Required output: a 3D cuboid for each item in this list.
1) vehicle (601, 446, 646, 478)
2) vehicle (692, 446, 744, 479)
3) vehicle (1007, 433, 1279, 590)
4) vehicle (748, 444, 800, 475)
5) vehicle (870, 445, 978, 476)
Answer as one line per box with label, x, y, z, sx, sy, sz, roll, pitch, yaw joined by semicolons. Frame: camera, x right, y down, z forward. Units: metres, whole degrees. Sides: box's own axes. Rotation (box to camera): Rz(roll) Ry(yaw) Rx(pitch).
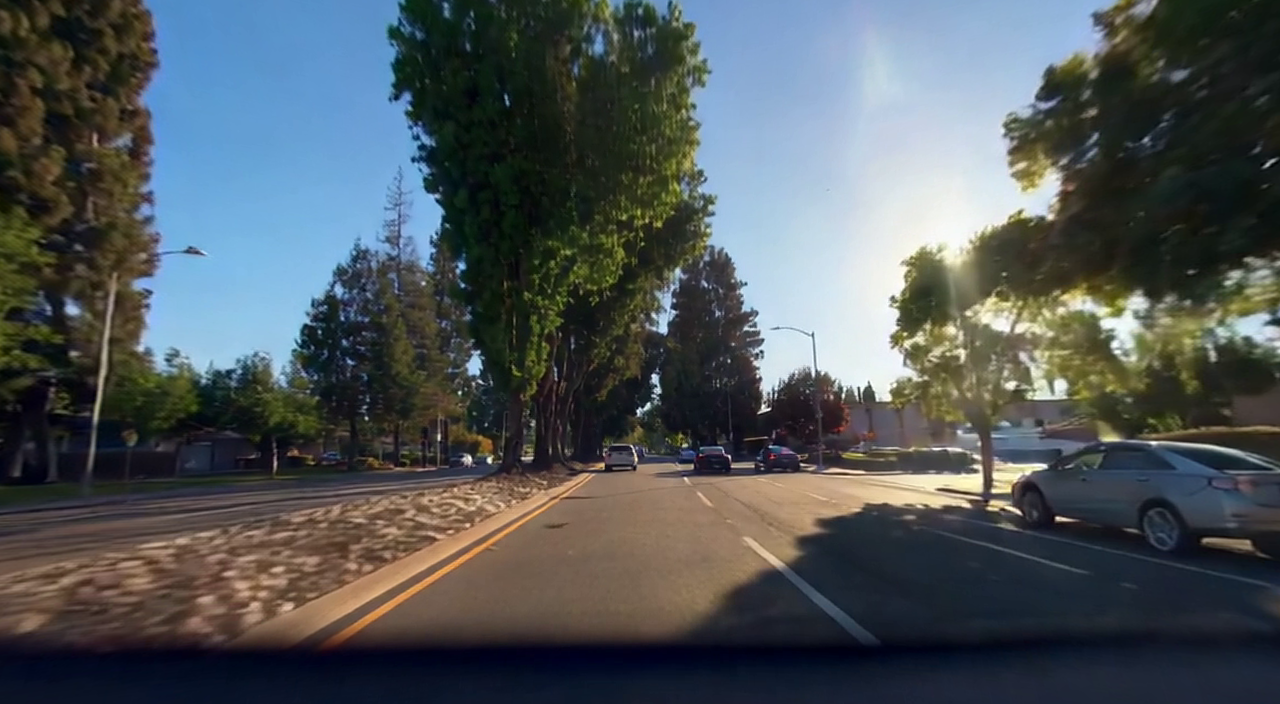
vehicle;-0.777;5.371;31.216;2.077;1.477;3.897;0;-8;0
vehicle;3.698;5.320;30.736;2.020;1.472;3.958;0;-8;0
vehicle;7.119;1.849;8.160;1.888;1.508;4.646;0;-8;-1
vehicle;7.637;6.141;36.367;1.945;1.687;4.292;0;-8;-1
vehicle;14.252;5.456;31.957;4.541;1.487;1.886;-1;-9;4
